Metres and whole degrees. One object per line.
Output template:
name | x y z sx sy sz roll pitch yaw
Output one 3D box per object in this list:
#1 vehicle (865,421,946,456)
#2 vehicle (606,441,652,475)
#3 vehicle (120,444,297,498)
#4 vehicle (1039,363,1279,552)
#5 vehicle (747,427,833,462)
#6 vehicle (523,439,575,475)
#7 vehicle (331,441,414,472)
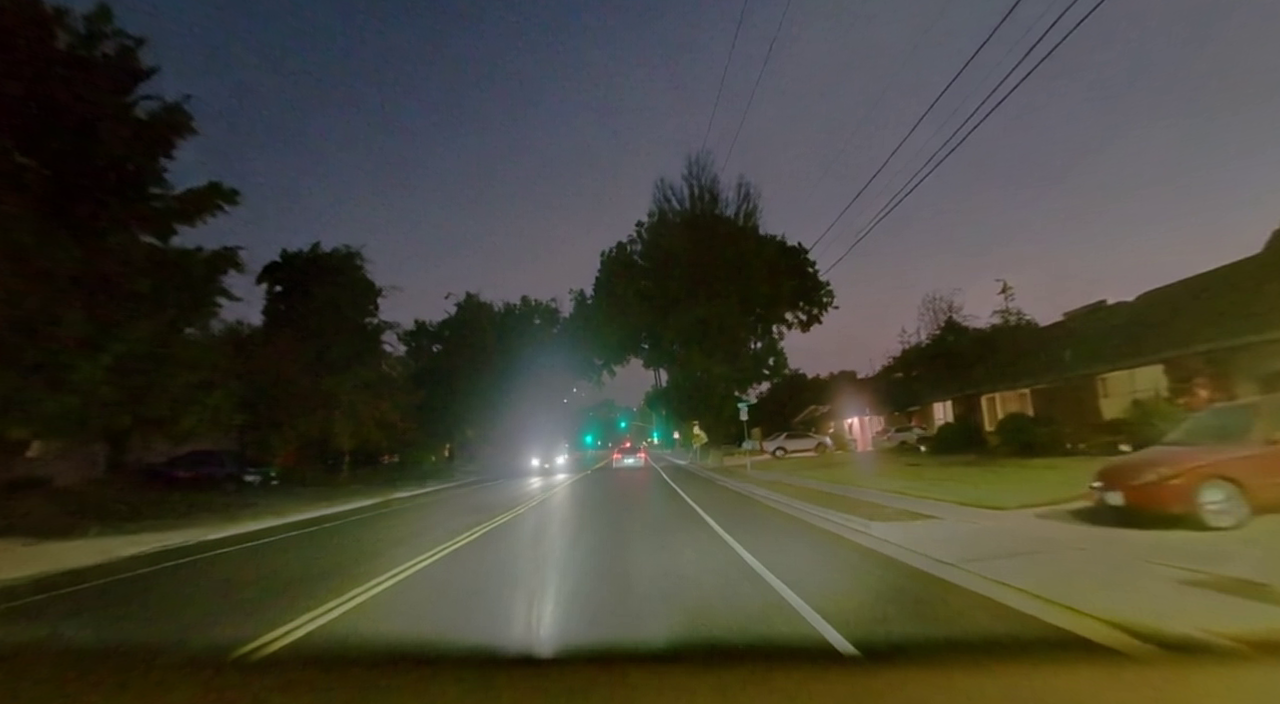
vehicle | 15.309 4.940 36.340 4.462 1.699 2.145 2 -7 -36
vehicle | -0.509 5.053 30.377 2.098 1.483 4.099 0 -8 -1
vehicle | -14.863 4.107 21.952 4.608 1.743 2.222 -1 -9 6
vehicle | 8.163 1.059 7.728 4.957 1.857 2.157 -5 -8 -1
vehicle | 9.206 5.703 39.027 4.634 1.723 1.966 -4 -7 -3
vehicle | -5.127 5.943 36.077 2.256 1.838 4.613 -2 -8 0
vehicle | -17.390 6.791 41.255 4.463 1.917 1.970 1 -8 -5
